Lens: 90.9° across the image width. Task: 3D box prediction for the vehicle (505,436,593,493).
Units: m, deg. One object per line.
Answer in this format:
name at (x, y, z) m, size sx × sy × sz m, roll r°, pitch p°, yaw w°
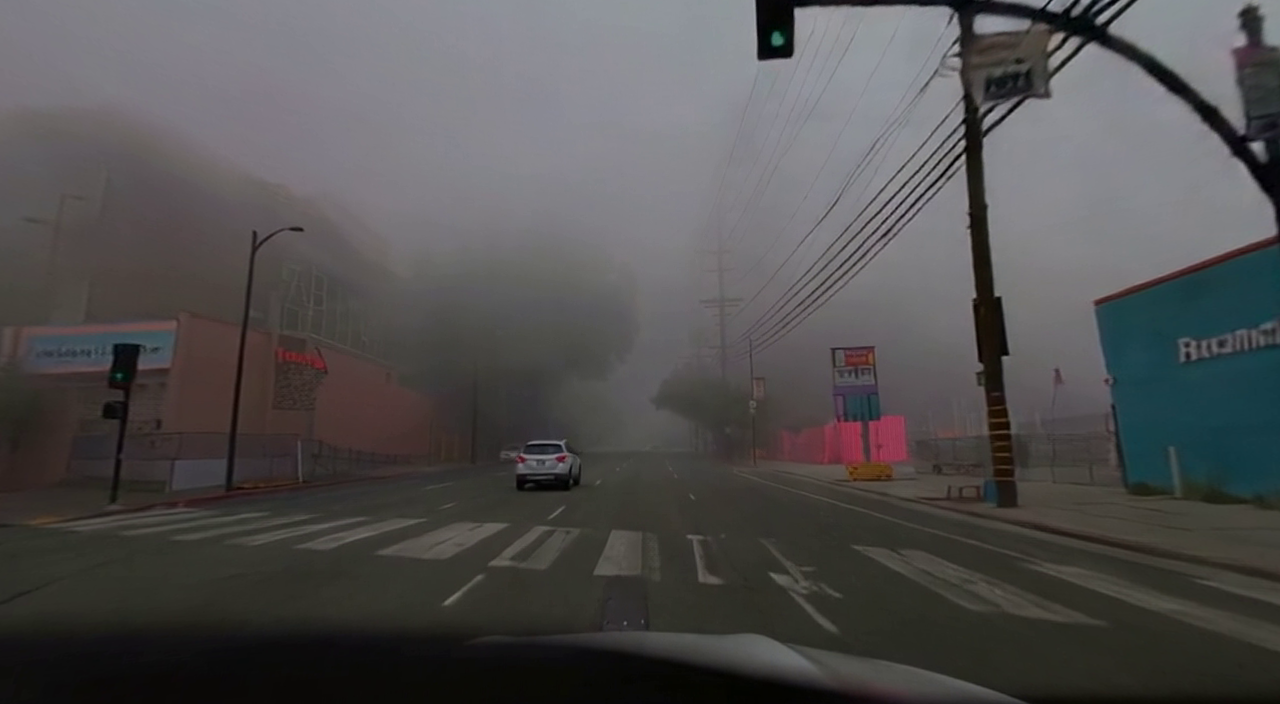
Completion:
vehicle at (-2.745, 3.538, 20.199) m, size 2.036 × 1.589 × 4.549 m, roll -1°, pitch -9°, yaw 2°
